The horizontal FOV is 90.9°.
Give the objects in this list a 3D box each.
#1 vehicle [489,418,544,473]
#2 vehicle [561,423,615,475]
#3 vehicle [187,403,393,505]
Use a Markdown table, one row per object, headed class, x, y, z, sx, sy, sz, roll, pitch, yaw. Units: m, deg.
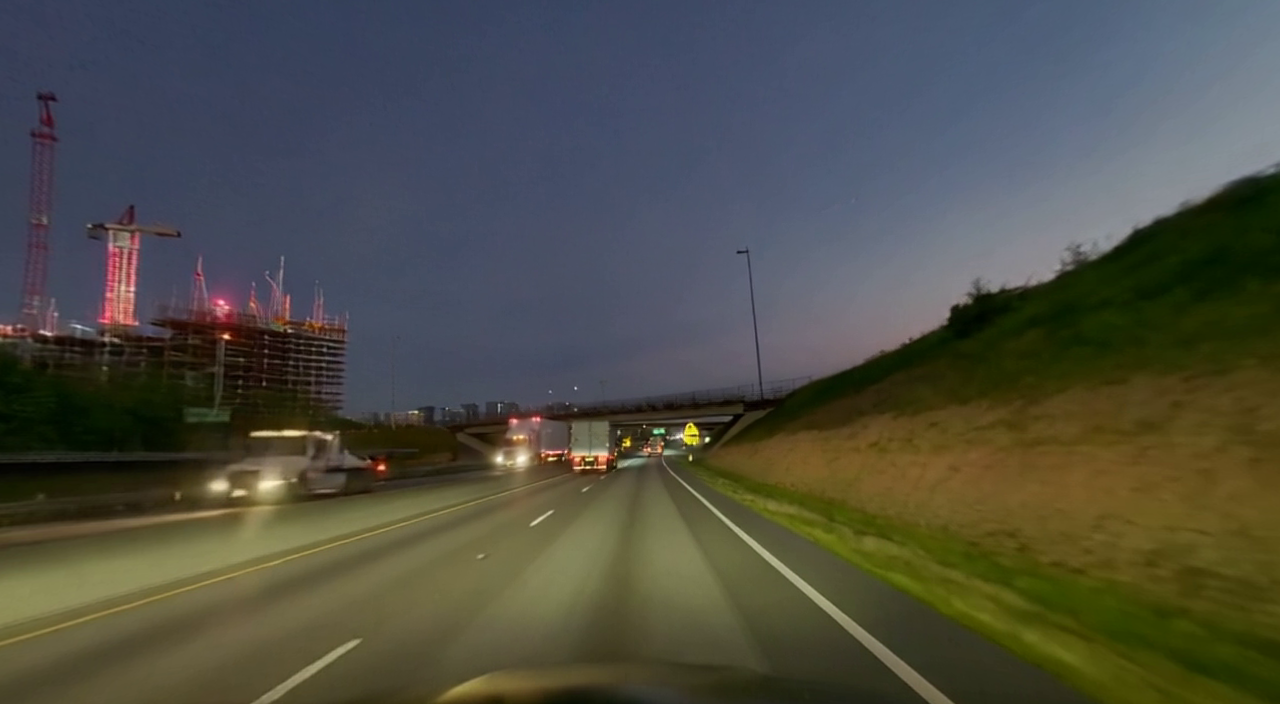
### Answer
| class | x | y | z | sx | sy | sz | roll | pitch | yaw |
| --- | --- | --- | --- | --- | --- | --- | --- | --- | --- |
| vehicle | -9.519 | 7.294 | 49.179 | 2.918 | 3.990 | 5.826 | 0 | -9 | 1 |
| vehicle | -2.933 | 5.697 | 37.066 | 2.565 | 2.771 | 6.641 | 0 | -9 | 0 |
| vehicle | -10.160 | 3.098 | 19.225 | 2.762 | 2.579 | 6.099 | 0 | -9 | 0 |
